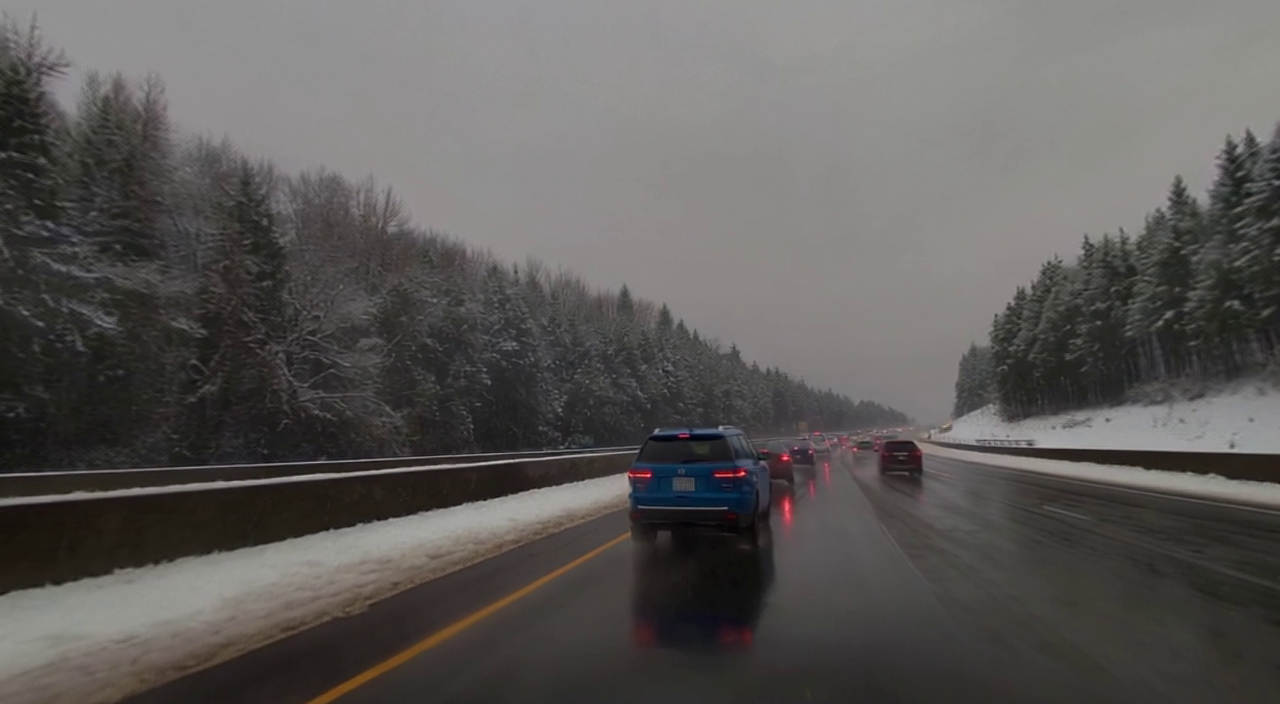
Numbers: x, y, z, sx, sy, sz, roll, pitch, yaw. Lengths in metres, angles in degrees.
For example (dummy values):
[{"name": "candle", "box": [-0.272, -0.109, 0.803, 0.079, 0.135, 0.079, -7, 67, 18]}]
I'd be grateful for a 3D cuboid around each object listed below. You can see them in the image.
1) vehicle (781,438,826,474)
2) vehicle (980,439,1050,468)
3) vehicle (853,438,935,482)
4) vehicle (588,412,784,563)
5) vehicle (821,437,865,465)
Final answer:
[{"name": "vehicle", "box": [7.190, 4.561, 27.740, 1.755, 1.457, 3.686, -2, -8, 14]}, {"name": "vehicle", "box": [20.239, 5.474, 34.221, 1.990, 1.478, 4.475, -2, -8, 14]}, {"name": "vehicle", "box": [9.254, 3.940, 23.325, 1.962, 1.442, 4.536, -2, -8, 11]}, {"name": "vehicle", "box": [0.918, 1.802, 9.161, 2.021, 1.635, 4.085, -2, -9, 16]}, {"name": "vehicle", "box": [12.308, 6.027, 38.353, 1.857, 1.584, 3.976, -1, -8, 9]}]
